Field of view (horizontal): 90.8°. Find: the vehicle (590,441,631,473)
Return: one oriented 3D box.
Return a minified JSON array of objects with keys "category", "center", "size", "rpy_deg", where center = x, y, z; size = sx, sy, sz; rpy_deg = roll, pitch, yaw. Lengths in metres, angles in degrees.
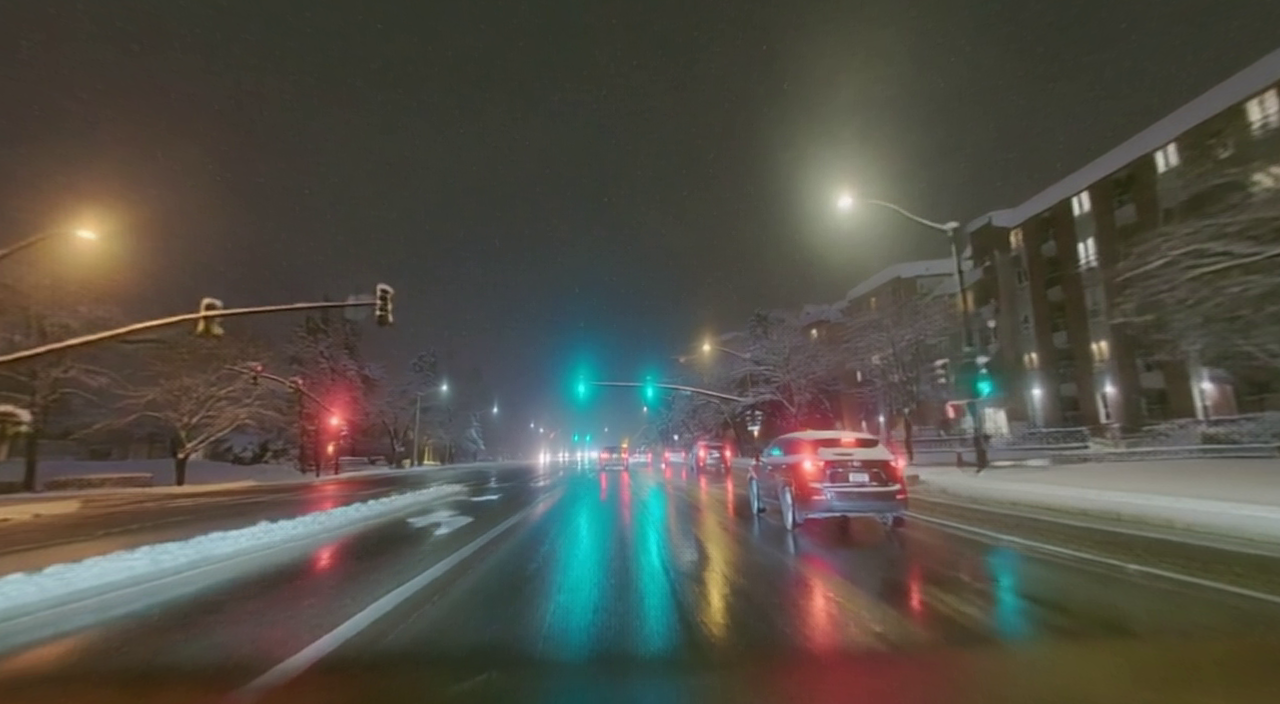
[{"category":"vehicle","center":[-1.571,5.698,34.510],"size":[2.101,1.641,4.341],"rpy_deg":[0,-9,-2]}]

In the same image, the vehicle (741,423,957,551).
[{"category":"vehicle","center":[3.142,2.131,10.729],"size":[1.893,1.664,4.670],"rpy_deg":[0,-9,-2]}]

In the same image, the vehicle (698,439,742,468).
[{"category":"vehicle","center":[5.432,6.980,43.652],"size":[2.052,1.886,5.297],"rpy_deg":[1,-9,-4]}]
